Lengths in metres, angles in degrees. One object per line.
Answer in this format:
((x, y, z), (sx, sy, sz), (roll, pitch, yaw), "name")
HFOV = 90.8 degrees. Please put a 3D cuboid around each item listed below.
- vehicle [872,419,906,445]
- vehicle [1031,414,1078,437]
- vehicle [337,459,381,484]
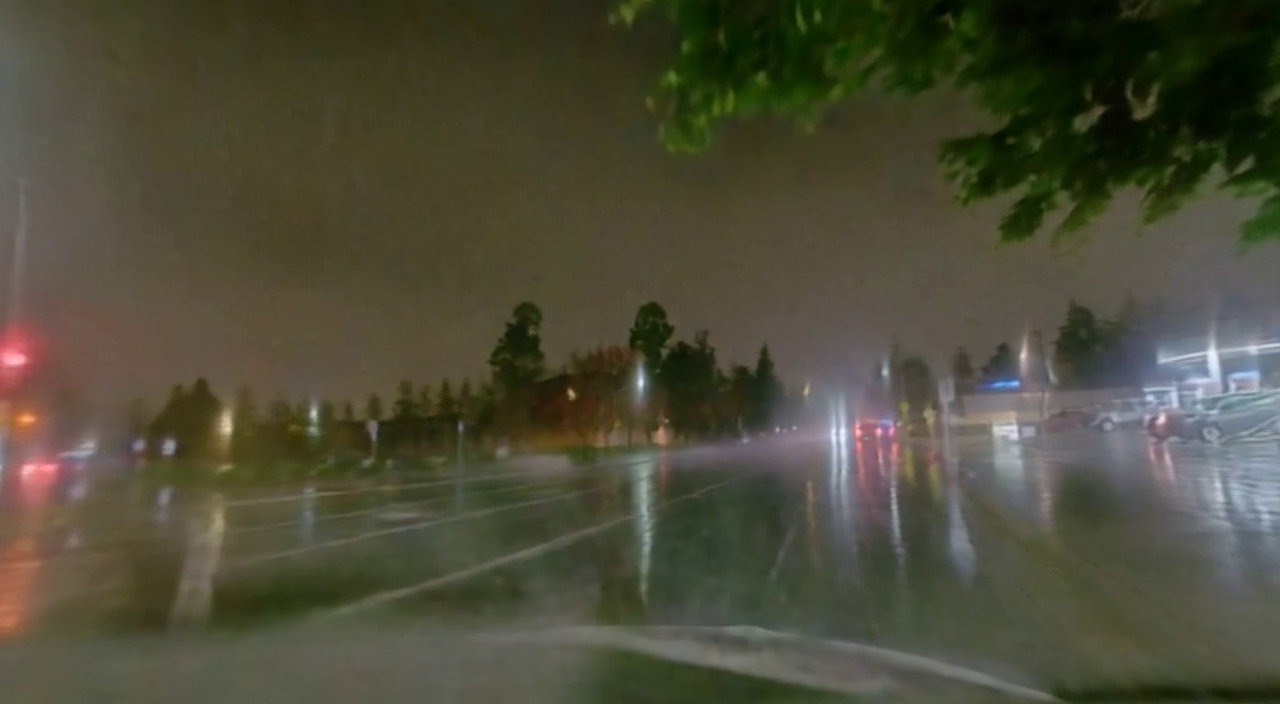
((19.144, 6.194, 48.495), (2.194, 1.896, 5.049), (-4, -9, 22), "vehicle")
((28.764, 5.167, 43.954), (1.919, 1.411, 4.440), (-4, -9, 23), "vehicle")
((-18.882, 7.950, 42.357), (1.837, 1.460, 4.672), (4, -9, -34), "vehicle")
